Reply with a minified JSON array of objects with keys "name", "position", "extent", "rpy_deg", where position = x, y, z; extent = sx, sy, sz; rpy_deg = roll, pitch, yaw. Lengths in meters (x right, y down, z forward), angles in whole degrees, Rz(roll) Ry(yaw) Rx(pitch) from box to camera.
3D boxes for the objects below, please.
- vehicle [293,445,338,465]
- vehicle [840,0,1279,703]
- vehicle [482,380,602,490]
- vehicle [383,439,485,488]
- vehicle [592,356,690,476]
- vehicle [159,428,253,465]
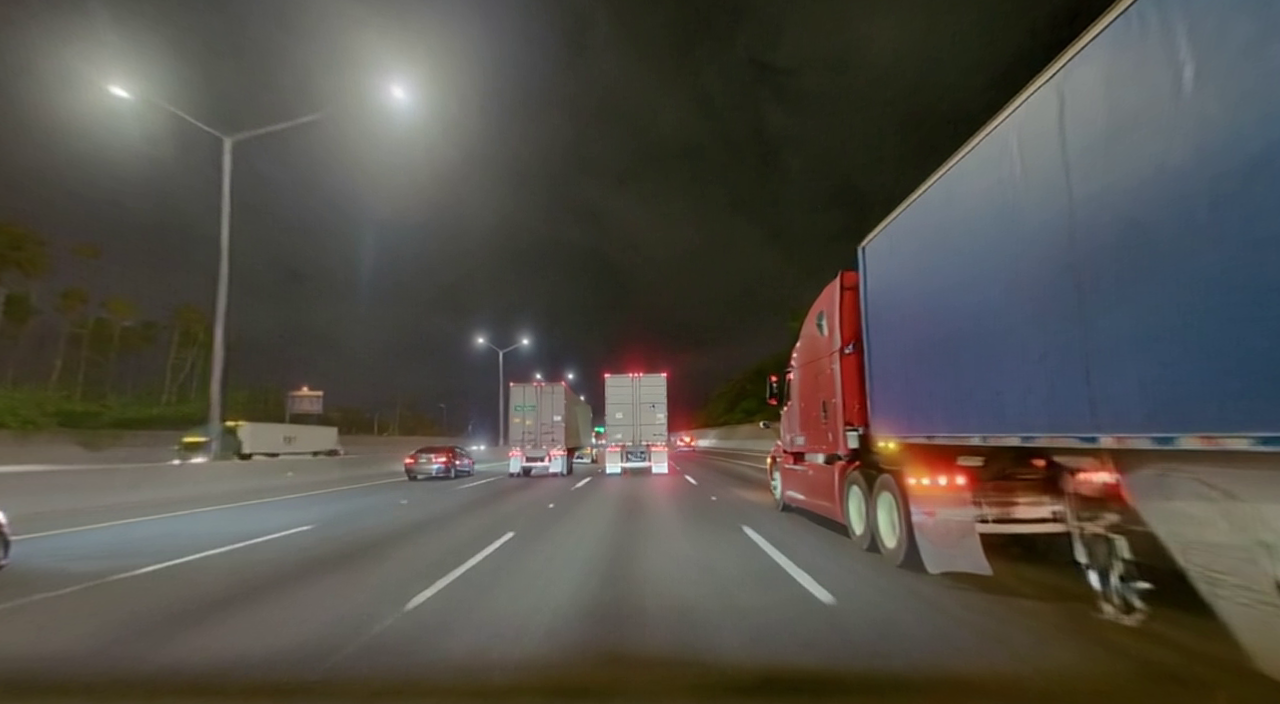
[{"name":"vehicle","position":[-24.331,7.718,47.359],"extent":[1.495,1.363,3.346],"rpy_deg":[-1,-8,1]},{"name":"vehicle","position":[4.278,-0.382,1.783],"extent":[2.887,4.178,14.553],"rpy_deg":[0,-8,1]},{"name":"vehicle","position":[-3.222,3.244,24.278],"extent":[2.786,3.228,11.082],"rpy_deg":[0,-8,0]},{"name":"vehicle","position":[-6.884,3.755,21.598],"extent":[1.916,1.465,4.451],"rpy_deg":[0,-8,1]},{"name":"vehicle","position":[0.056,3.456,29.385],"extent":[3.097,3.856,18.209],"rpy_deg":[-1,-9,0]},{"name":"vehicle","position":[-31.495,6.890,46.101],"extent":[2.951,2.494,5.437],"rpy_deg":[0,-8,0]}]
